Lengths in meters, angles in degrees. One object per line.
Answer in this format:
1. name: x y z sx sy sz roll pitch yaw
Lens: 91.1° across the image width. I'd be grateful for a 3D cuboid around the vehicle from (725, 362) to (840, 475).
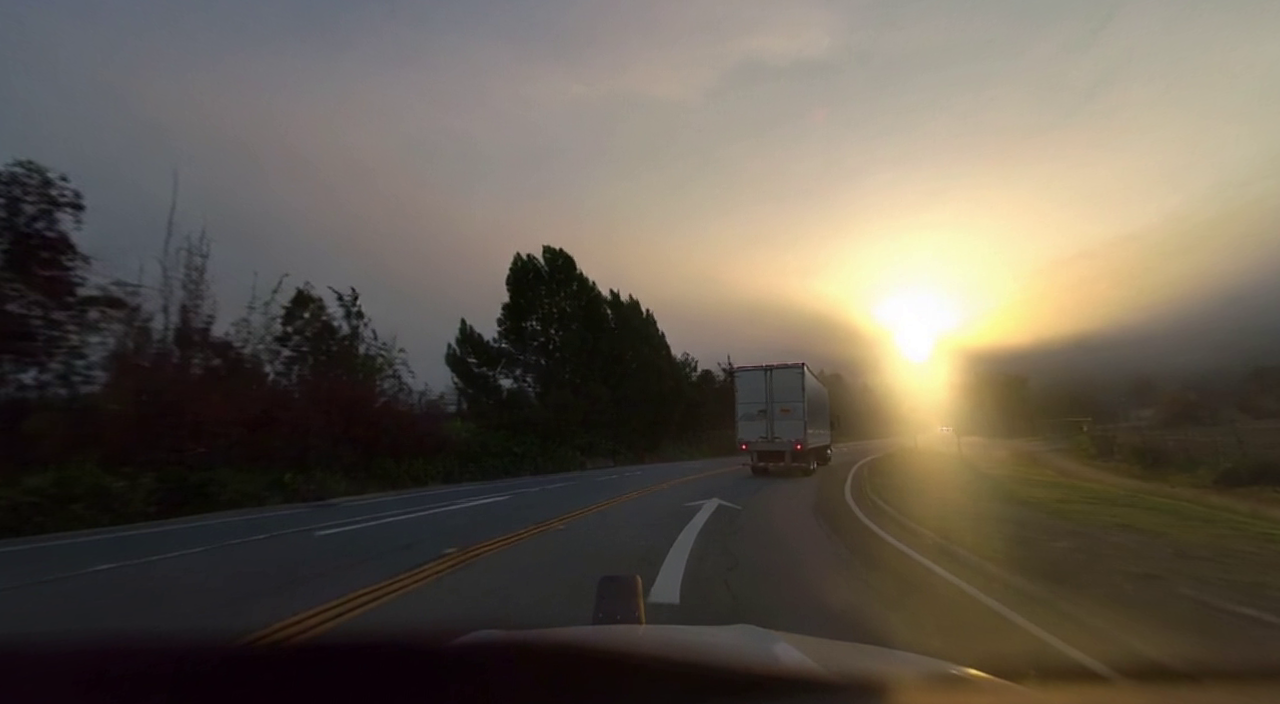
1. vehicle: 6.275 2.920 26.064 2.837 3.712 10.484 -3 -9 22
